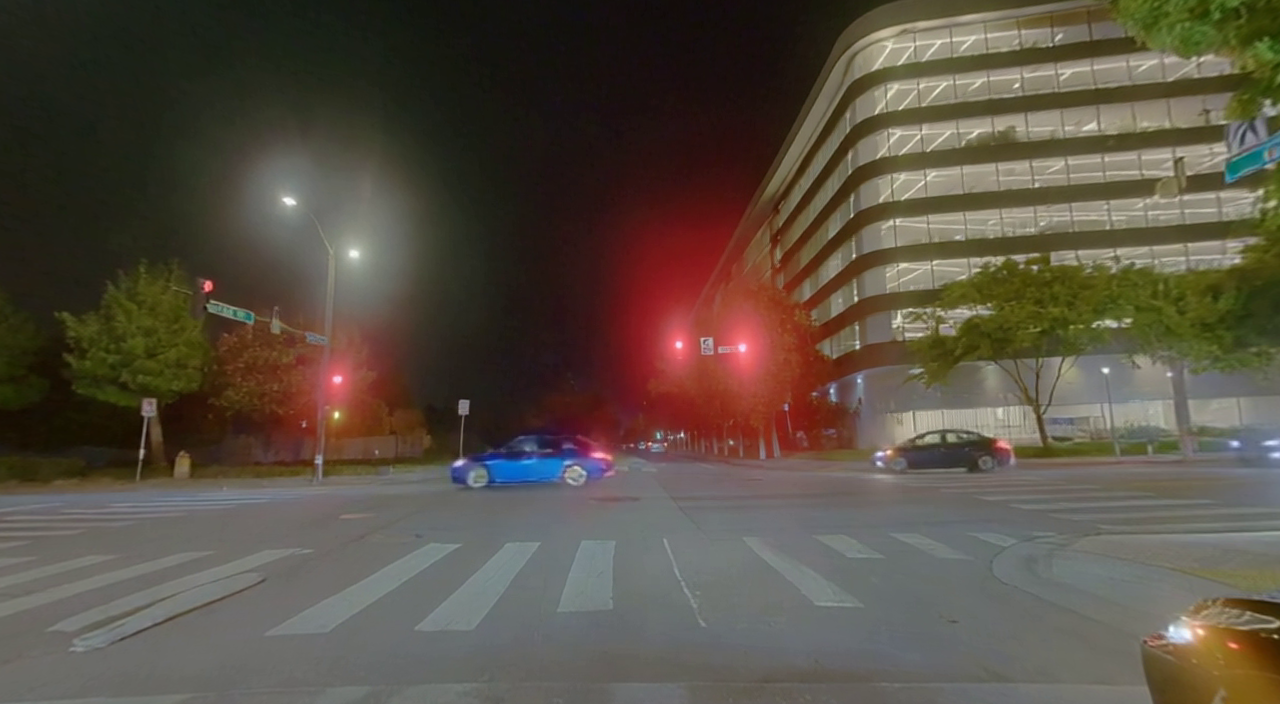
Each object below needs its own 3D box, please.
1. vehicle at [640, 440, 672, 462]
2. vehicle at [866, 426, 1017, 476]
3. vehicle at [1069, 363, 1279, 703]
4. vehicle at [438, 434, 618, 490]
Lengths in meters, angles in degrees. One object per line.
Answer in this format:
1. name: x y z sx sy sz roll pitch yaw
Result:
1. vehicle: 1.118 7.165 45.556 2.031 1.442 4.446 0 -8 -3
2. vehicle: 10.539 3.506 22.367 4.551 1.625 2.053 -3 -9 19
3. vehicle: 2.890 0.672 0.832 1.947 1.576 3.825 0 -8 1
4. vehicle: -2.959 3.021 17.398 4.613 1.443 1.883 0 -8 0
